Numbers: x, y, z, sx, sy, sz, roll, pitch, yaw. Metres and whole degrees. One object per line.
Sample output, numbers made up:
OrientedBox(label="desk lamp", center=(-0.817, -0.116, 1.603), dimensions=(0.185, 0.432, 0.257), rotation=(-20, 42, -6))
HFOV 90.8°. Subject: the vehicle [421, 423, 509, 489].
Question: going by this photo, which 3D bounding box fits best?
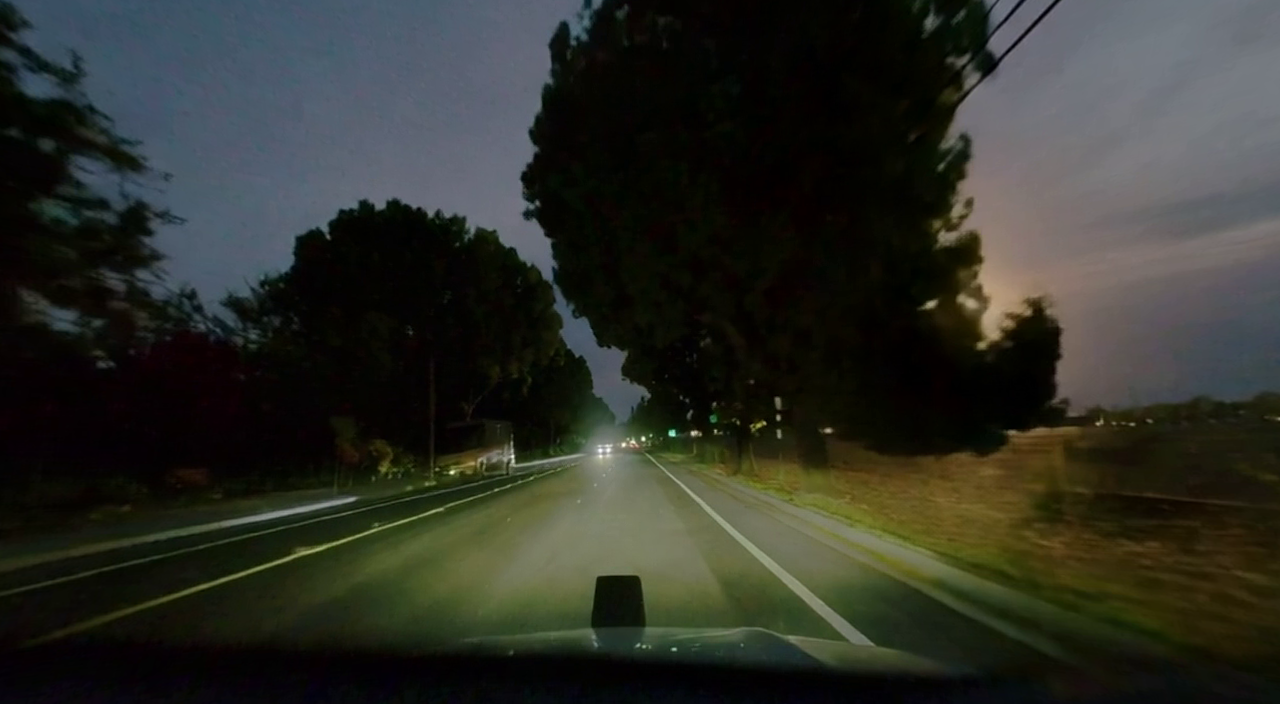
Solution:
OrientedBox(label="vehicle", center=(-8.113, 4.797, 29.988), dimensions=(2.351, 2.696, 6.106), rotation=(-2, -7, 1))
